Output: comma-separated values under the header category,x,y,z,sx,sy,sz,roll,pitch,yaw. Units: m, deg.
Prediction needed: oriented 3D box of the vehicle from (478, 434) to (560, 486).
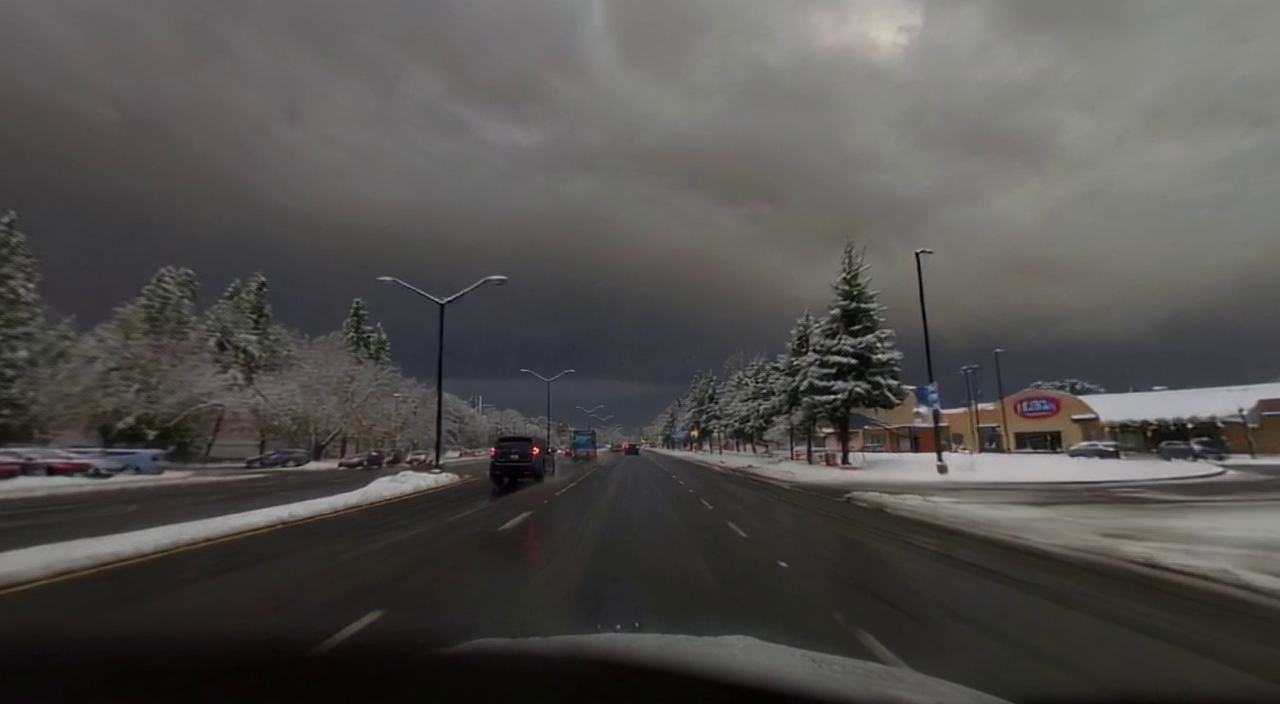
category,x,y,z,sx,sy,sz,roll,pitch,yaw
vehicle,-4.263,3.879,22.911,2.109,1.672,4.256,0,-9,0

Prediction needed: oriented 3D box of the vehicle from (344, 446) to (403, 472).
category,x,y,z,sx,sy,sz,roll,pitch,yaw
vehicle,-19.344,7.755,45.949,2.108,1.770,4.992,0,-9,0

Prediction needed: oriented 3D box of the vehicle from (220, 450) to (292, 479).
category,x,y,z,sx,sy,sz,roll,pitch,yaw
vehicle,-23.088,6.744,38.059,1.836,1.582,4.075,0,-9,-1

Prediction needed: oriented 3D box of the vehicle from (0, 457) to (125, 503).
category,x,y,z,sx,sy,sz,roll,pitch,yaw
vehicle,-22.766,4.922,24.560,1.858,1.530,4.044,0,-9,0

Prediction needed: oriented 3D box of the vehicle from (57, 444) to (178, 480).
category,x,y,z,sx,sy,sz,roll,pitch,yaw
vehicle,-31.357,6.580,38.101,2.257,1.963,6.041,0,-9,-2
